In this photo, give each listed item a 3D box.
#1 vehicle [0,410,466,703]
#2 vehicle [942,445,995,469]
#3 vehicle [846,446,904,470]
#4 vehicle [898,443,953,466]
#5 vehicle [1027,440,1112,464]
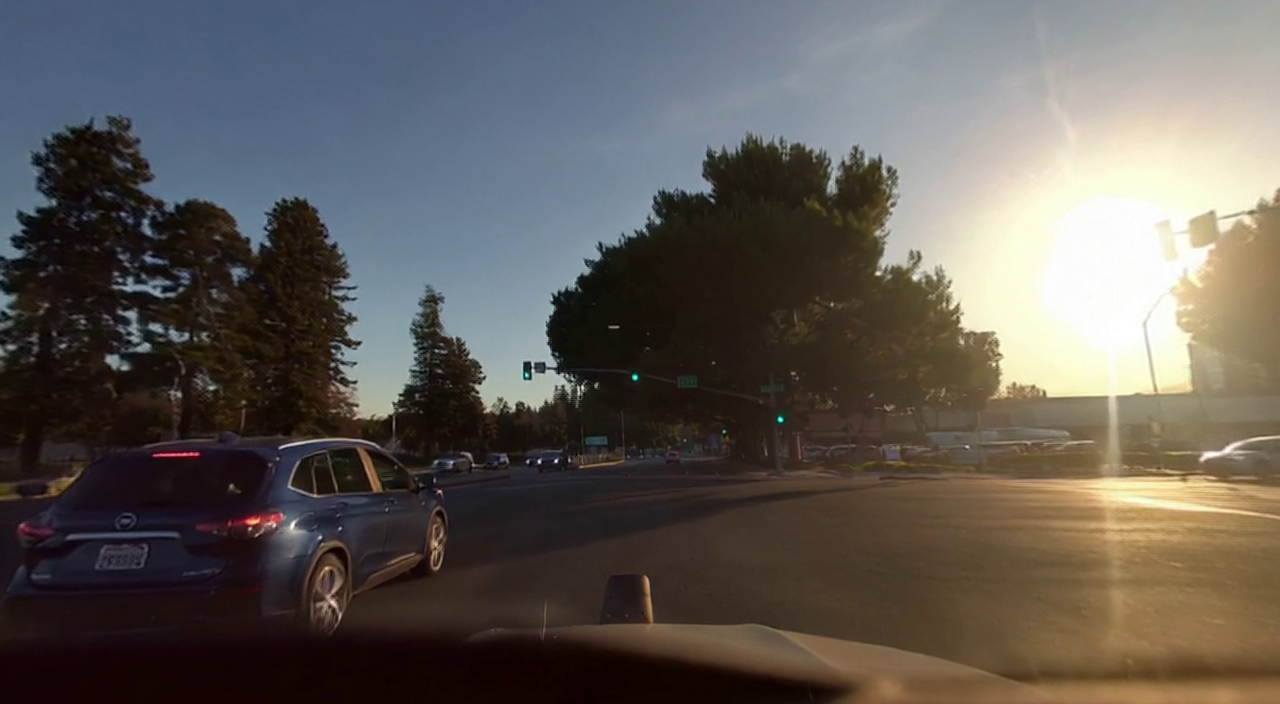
[{"bbox_3d":[-2.868,1.268,4.310,1.924,1.482,4.734,0,-8,1],"label":"vehicle"},{"bbox_3d":[21.165,6.693,40.510,1.930,1.410,4.313,-8,-11,41],"label":"vehicle"},{"bbox_3d":[16.713,7.462,44.629,2.060,1.445,4.712,-9,-10,43],"label":"vehicle"},{"bbox_3d":[19.111,6.822,42.138,1.945,1.434,4.293,-8,-11,43],"label":"vehicle"},{"bbox_3d":[29.649,6.881,43.554,4.678,1.558,1.883,1,-8,-7],"label":"vehicle"}]
